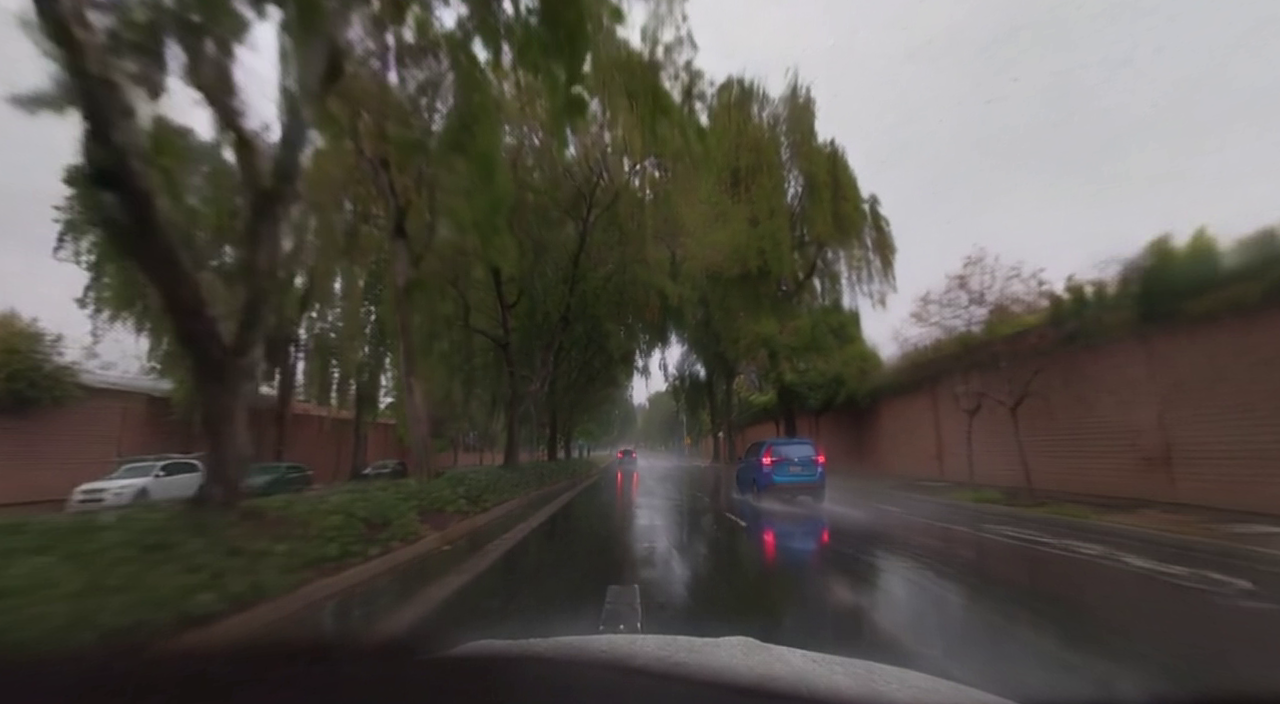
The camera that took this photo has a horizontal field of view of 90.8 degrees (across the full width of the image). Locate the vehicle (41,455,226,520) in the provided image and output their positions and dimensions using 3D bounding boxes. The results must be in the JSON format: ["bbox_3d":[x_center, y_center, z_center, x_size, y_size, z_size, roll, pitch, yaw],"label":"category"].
[{"bbox_3d":[-17.279,4.589,22.064,2.096,1.816,5.362,-4,-9,-1],"label":"vehicle"}]

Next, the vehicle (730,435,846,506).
[{"bbox_3d":[4.038,3.332,18.175,2.155,1.752,4.456,0,-9,-1],"label":"vehicle"}]

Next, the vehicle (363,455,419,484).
[{"bbox_3d":[-17.172,8.088,43.853,1.983,1.786,4.756,0,-9,0],"label":"vehicle"}]

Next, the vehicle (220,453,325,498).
[{"bbox_3d":[-17.556,5.885,30.532,2.075,1.909,5.064,0,-9,-1],"label":"vehicle"}]
